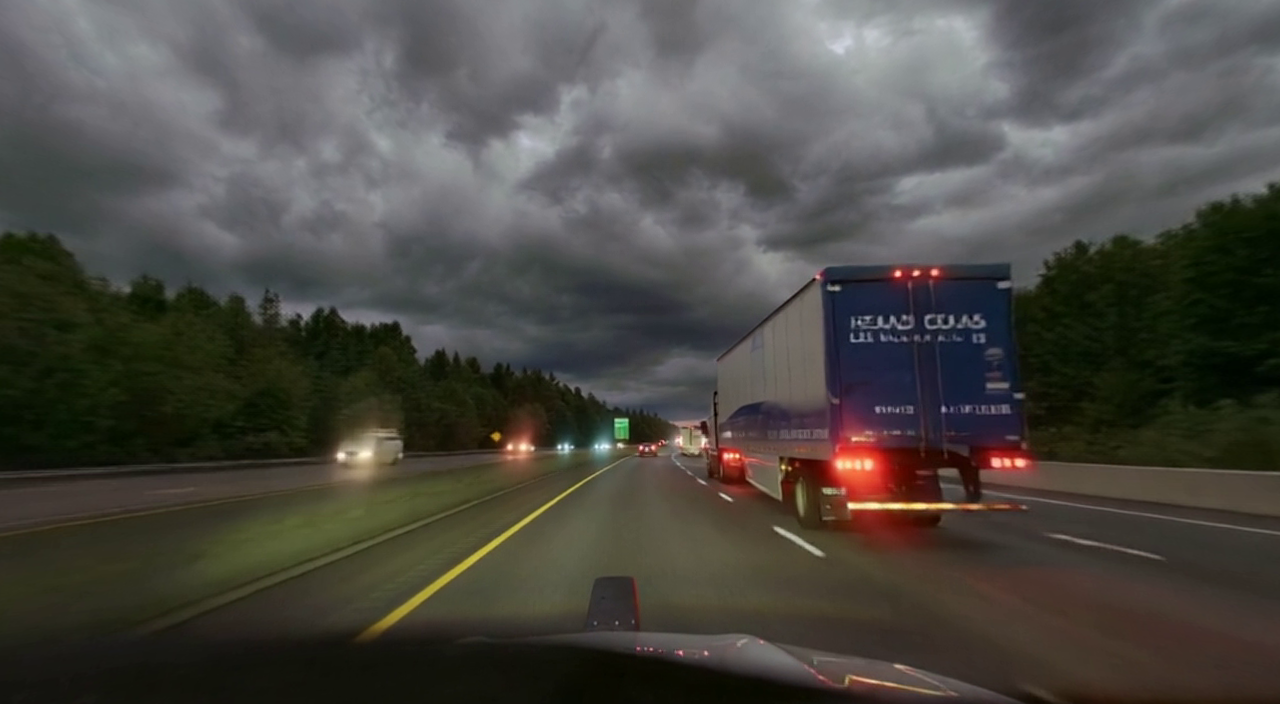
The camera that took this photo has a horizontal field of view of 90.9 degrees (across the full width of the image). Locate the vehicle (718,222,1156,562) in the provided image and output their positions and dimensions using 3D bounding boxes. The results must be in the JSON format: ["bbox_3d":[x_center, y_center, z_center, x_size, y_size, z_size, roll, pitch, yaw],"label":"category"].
[{"bbox_3d":[4.321,1.354,14.384,3.171,4.072,13.784,0,-8,0],"label":"vehicle"}]

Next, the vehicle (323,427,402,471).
[{"bbox_3d":[-17.625,6.193,40.421,2.420,2.549,5.415,-1,-8,2],"label":"vehicle"}]
